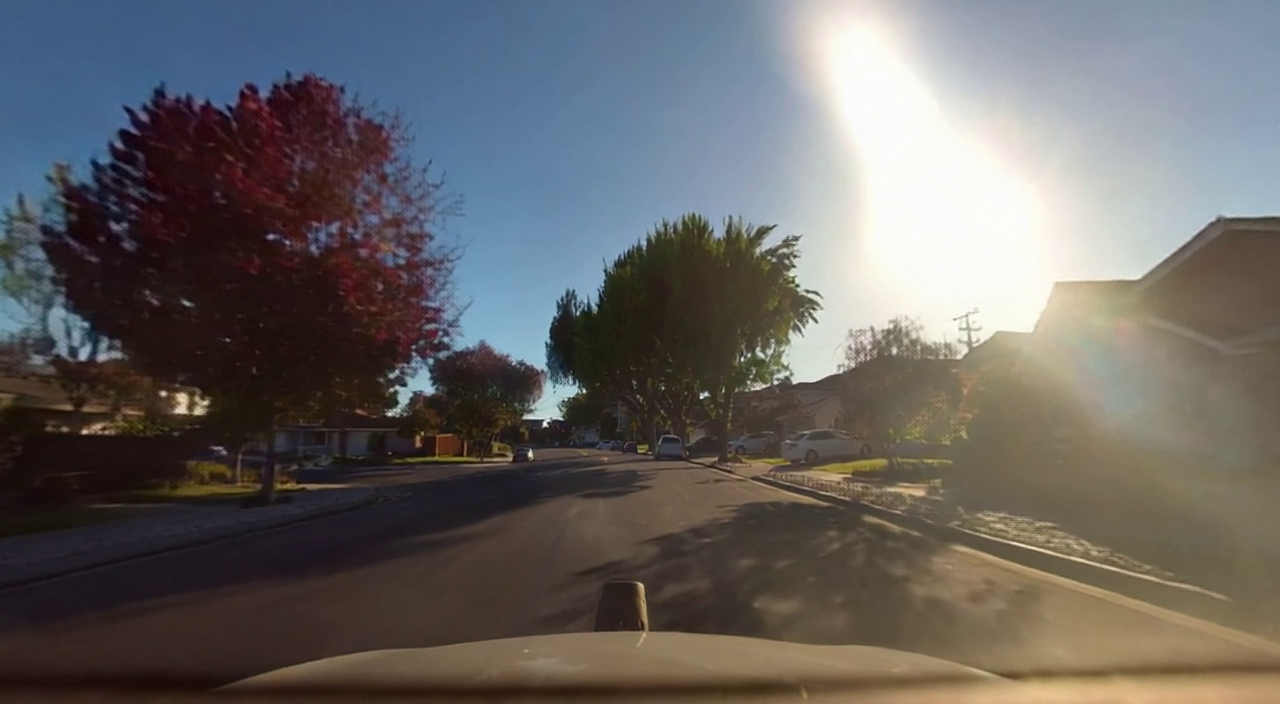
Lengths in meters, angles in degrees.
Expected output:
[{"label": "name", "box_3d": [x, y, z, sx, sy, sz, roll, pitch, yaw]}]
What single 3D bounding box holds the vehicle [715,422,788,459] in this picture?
[{"label": "vehicle", "box_3d": [8.326, 6.602, 47.365, 4.801, 2.139, 2.164, -7, -7, -3]}]
